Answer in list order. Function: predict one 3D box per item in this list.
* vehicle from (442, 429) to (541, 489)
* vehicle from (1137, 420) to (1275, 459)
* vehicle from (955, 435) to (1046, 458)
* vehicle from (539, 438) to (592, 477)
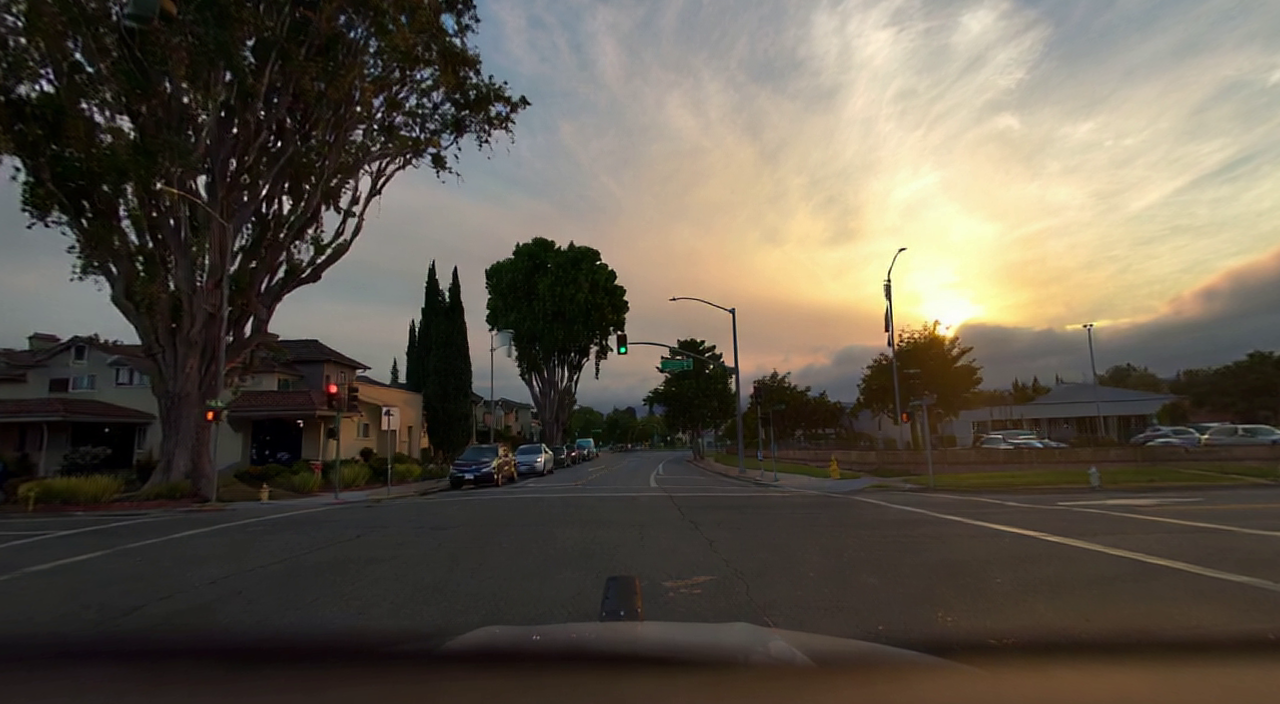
[{"bbox_3d":[-6.519,4.829,28.951,2.896,2.339,7.322,0,-9,-1],"label":"vehicle"},{"bbox_3d":[33.255,5.164,37.261,5.969,2.149,2.331,0,-9,-3],"label":"vehicle"},{"bbox_3d":[24.986,6.550,43.850,5.172,1.515,1.851,0,-9,-2],"label":"vehicle"},{"bbox_3d":[-3.666,5.282,31.916,2.120,1.783,4.788,0,-9,0],"label":"vehicle"}]
